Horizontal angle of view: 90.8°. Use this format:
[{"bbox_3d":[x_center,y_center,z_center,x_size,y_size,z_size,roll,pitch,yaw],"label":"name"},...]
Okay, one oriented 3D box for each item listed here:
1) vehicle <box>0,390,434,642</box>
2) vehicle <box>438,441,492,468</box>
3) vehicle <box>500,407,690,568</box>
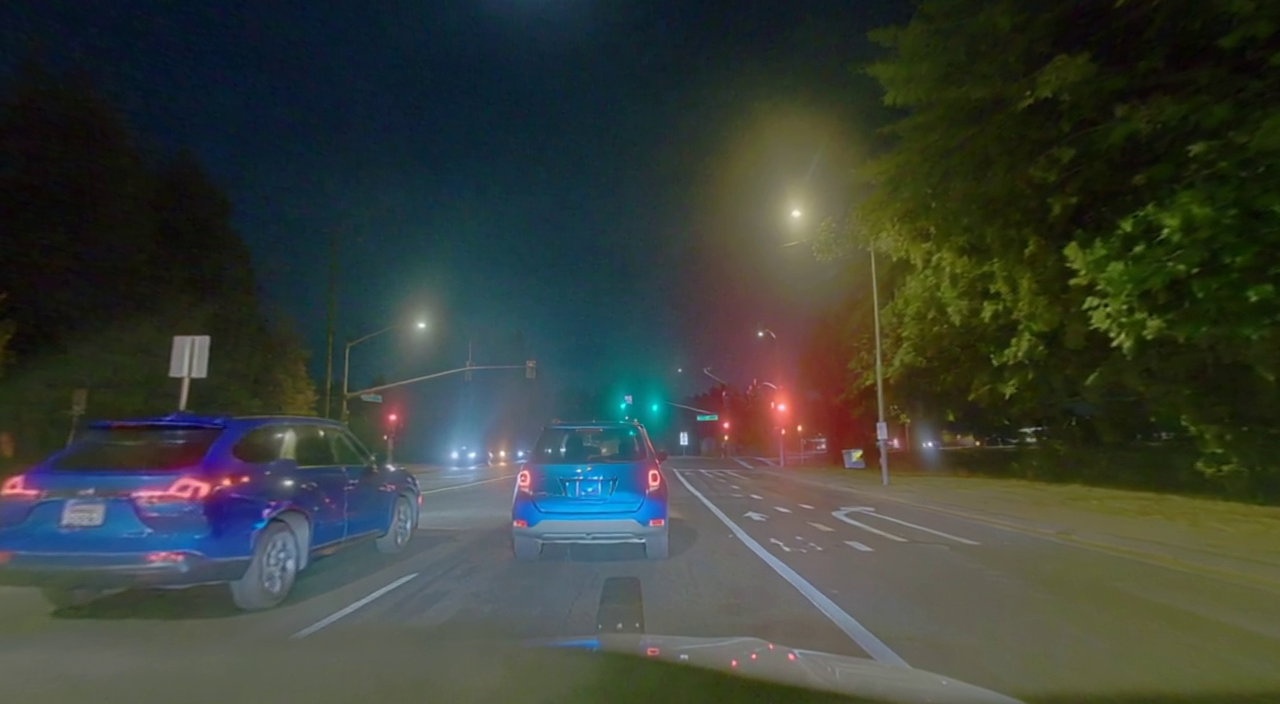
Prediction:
[{"bbox_3d":[-3.946,1.418,6.536,2.009,1.673,4.454,0,-8,2],"label":"vehicle"},{"bbox_3d":[-11.176,6.570,40.712,2.070,1.635,4.559,0,-8,1],"label":"vehicle"},{"bbox_3d":[-0.460,1.892,9.667,2.131,1.793,5.016,0,-8,1],"label":"vehicle"}]
